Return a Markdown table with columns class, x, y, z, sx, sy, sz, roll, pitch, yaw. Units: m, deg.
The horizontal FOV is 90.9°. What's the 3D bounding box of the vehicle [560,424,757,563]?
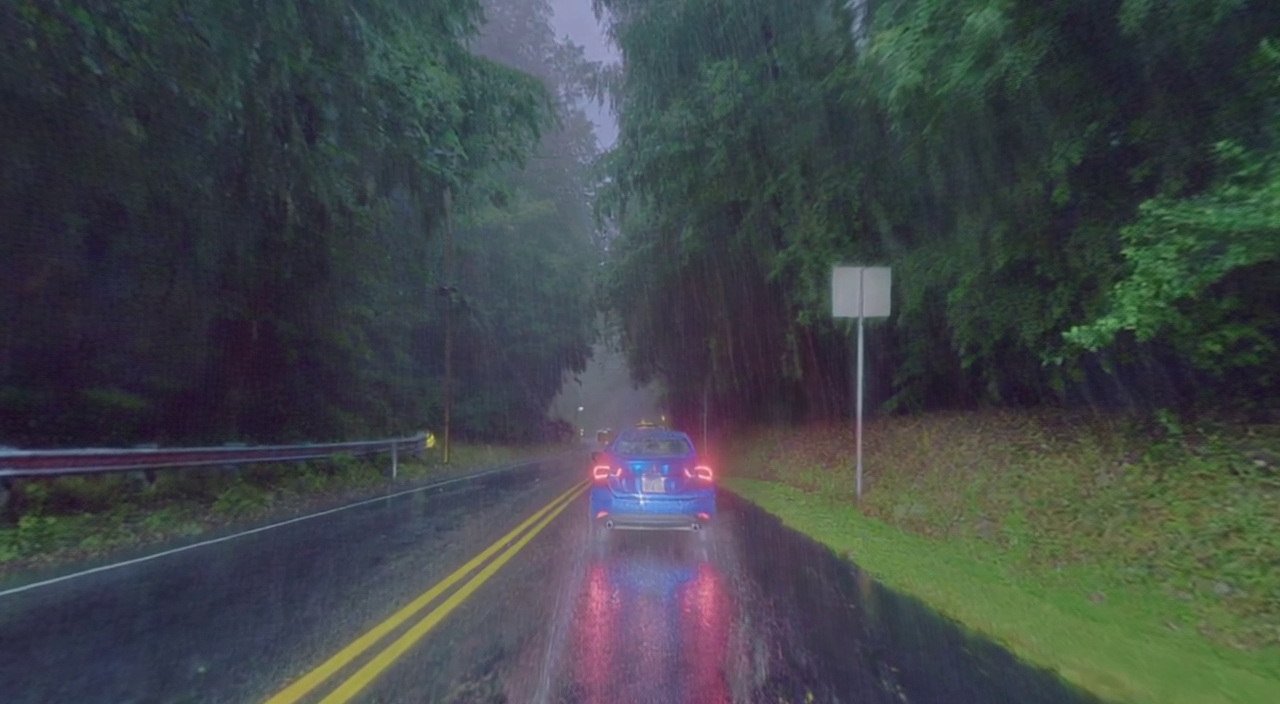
| class | x | y | z | sx | sy | sz | roll | pitch | yaw |
| --- | --- | --- | --- | --- | --- | --- | --- | --- | --- |
| vehicle | 0.234 | 1.853 | 8.937 | 2.187 | 1.533 | 3.726 | 0 | -8 | 1 |
